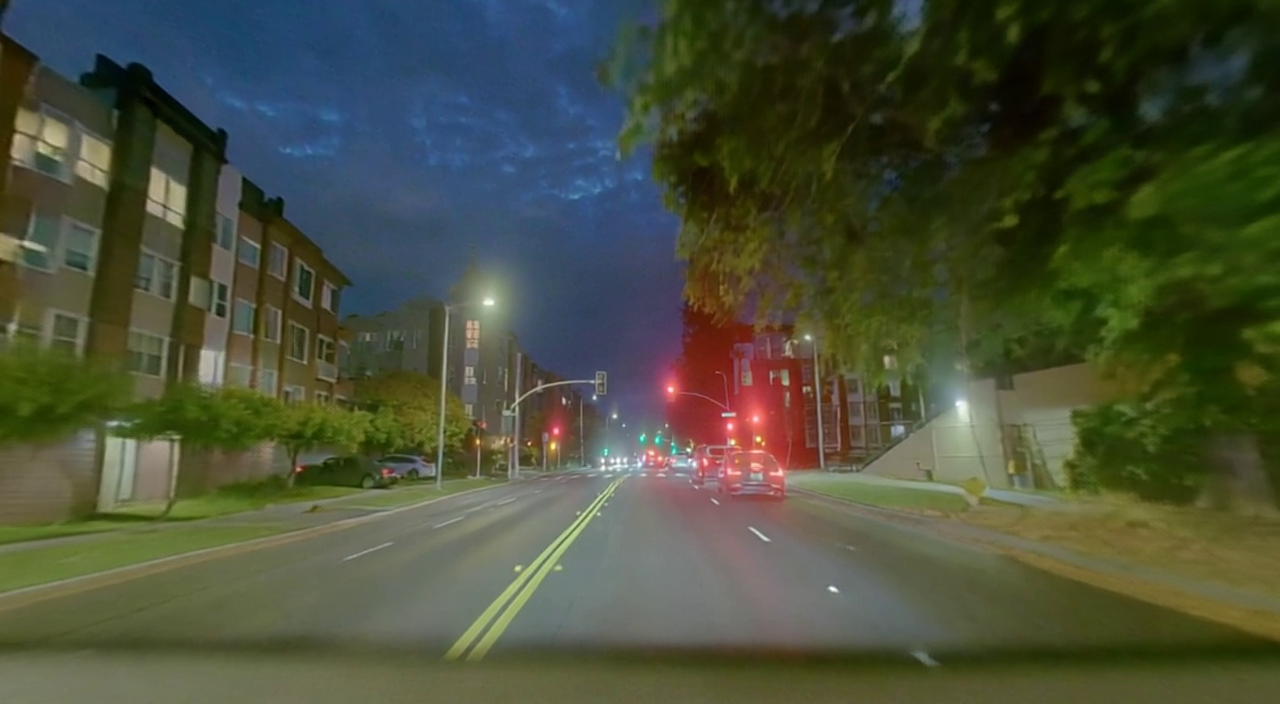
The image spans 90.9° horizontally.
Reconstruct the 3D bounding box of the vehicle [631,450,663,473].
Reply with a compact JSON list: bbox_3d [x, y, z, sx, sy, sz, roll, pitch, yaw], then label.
[{"bbox_3d":[0.419,7.560,43.547,2.097,1.463,4.043,0,-9,-1],"label":"vehicle"}]

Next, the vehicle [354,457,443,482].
[{"bbox_3d":[-15.160,7.378,39.736,4.727,1.483,2.002,-1,-9,3],"label":"vehicle"}]

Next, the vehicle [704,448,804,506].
[{"bbox_3d":[3.238,3.650,18.945,2.078,1.488,4.741,0,-9,-1],"label":"vehicle"}]
